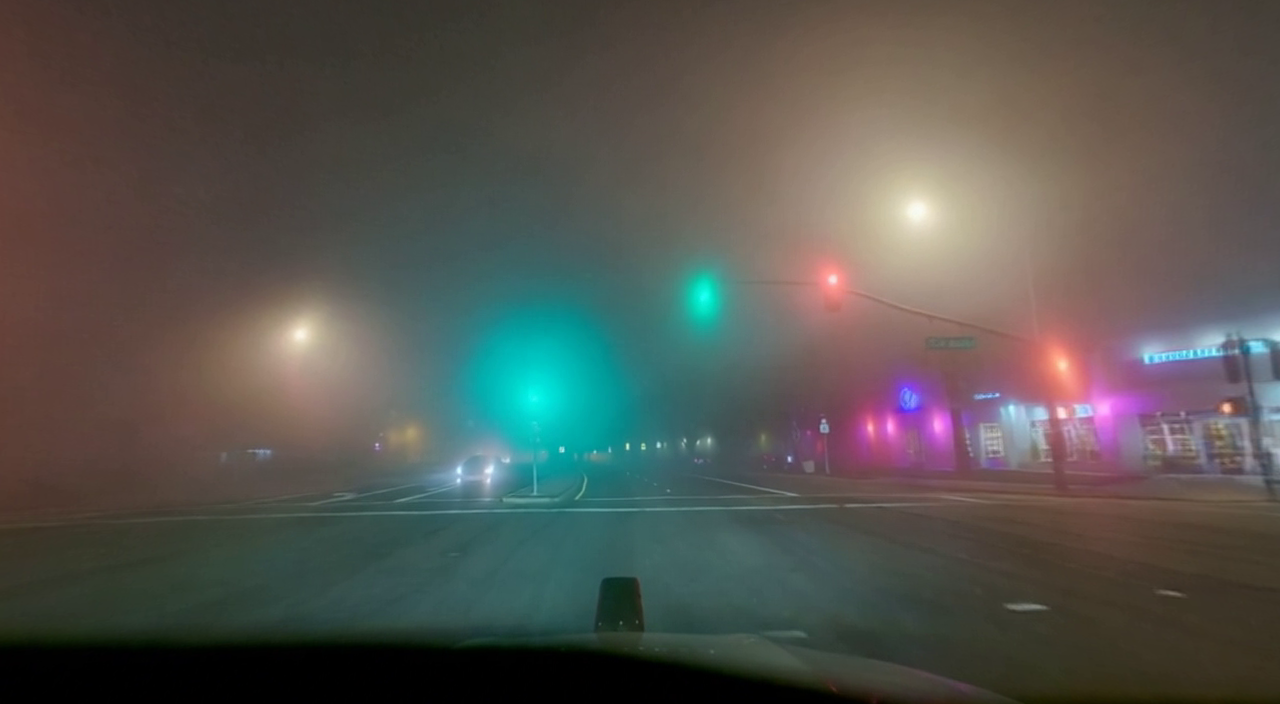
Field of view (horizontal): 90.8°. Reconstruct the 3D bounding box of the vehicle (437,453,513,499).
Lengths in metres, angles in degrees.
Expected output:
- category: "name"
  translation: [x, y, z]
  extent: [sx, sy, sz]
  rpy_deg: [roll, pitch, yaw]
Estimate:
- category: "vehicle"
  translation: [-6.031, 4.558, 23.620]
  extent: [1.894, 1.474, 4.332]
  rpy_deg: [0, -8, -4]
